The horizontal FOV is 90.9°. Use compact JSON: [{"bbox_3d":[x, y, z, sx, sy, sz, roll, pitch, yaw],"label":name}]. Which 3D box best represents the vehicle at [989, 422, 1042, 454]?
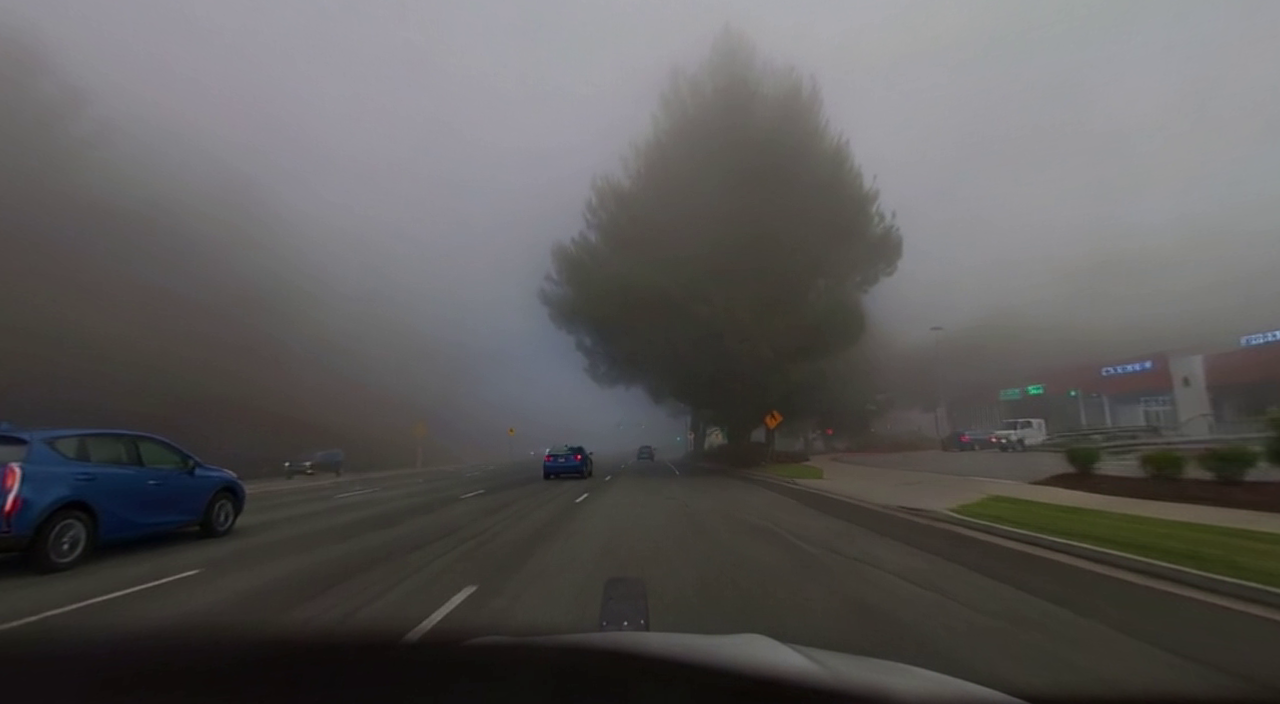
[{"bbox_3d":[24.988,5.758,42.145,2.342,2.007,5.843,-3,-9,25],"label":"vehicle"}]

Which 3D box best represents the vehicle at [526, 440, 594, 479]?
[{"bbox_3d":[-3.242,4.469,26.424,2.152,1.479,4.394,0,-9,1],"label":"vehicle"}]

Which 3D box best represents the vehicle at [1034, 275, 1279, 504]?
[{"bbox_3d":[11.924,0.708,10.917,2.995,3.704,10.928,0,-9,-1],"label":"vehicle"}]

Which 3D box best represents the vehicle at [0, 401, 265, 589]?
[{"bbox_3d":[-6.911,1.576,7.508,2.043,1.726,4.472,0,-9,1],"label":"vehicle"}]

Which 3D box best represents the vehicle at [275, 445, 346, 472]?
[{"bbox_3d":[-22.474,7.256,43.240,2.134,1.711,4.975,0,-9,1],"label":"vehicle"}]
